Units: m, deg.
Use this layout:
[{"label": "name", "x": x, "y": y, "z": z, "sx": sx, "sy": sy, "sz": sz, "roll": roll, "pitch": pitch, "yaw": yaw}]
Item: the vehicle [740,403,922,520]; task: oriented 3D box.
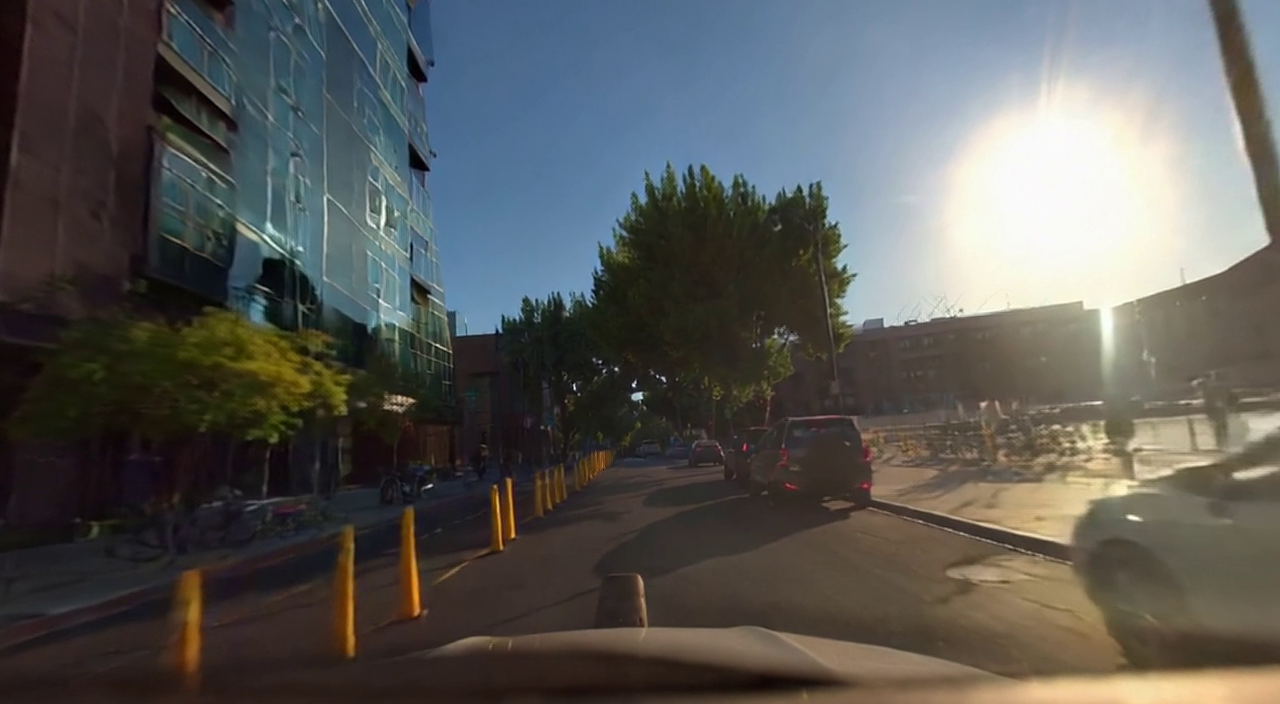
[{"label": "vehicle", "x": 3.472, "y": 2.140, "z": 12.690, "sx": 2.127, "sy": 1.864, "sz": 4.892, "roll": -1, "pitch": -9, "yaw": 1}]

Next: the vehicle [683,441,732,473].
[{"label": "vehicle", "x": 3.309, "y": 5.280, "z": 32.071, "sx": 1.963, "sy": 1.445, "sz": 4.948, "roll": -1, "pitch": -8, "yaw": 0}]

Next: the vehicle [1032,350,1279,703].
[{"label": "vehicle", "x": 3.803, "y": 0.789, "z": 2.222, "sx": 1.999, "sy": 1.769, "sz": 4.191, "roll": -1, "pitch": -8, "yaw": -2}]
